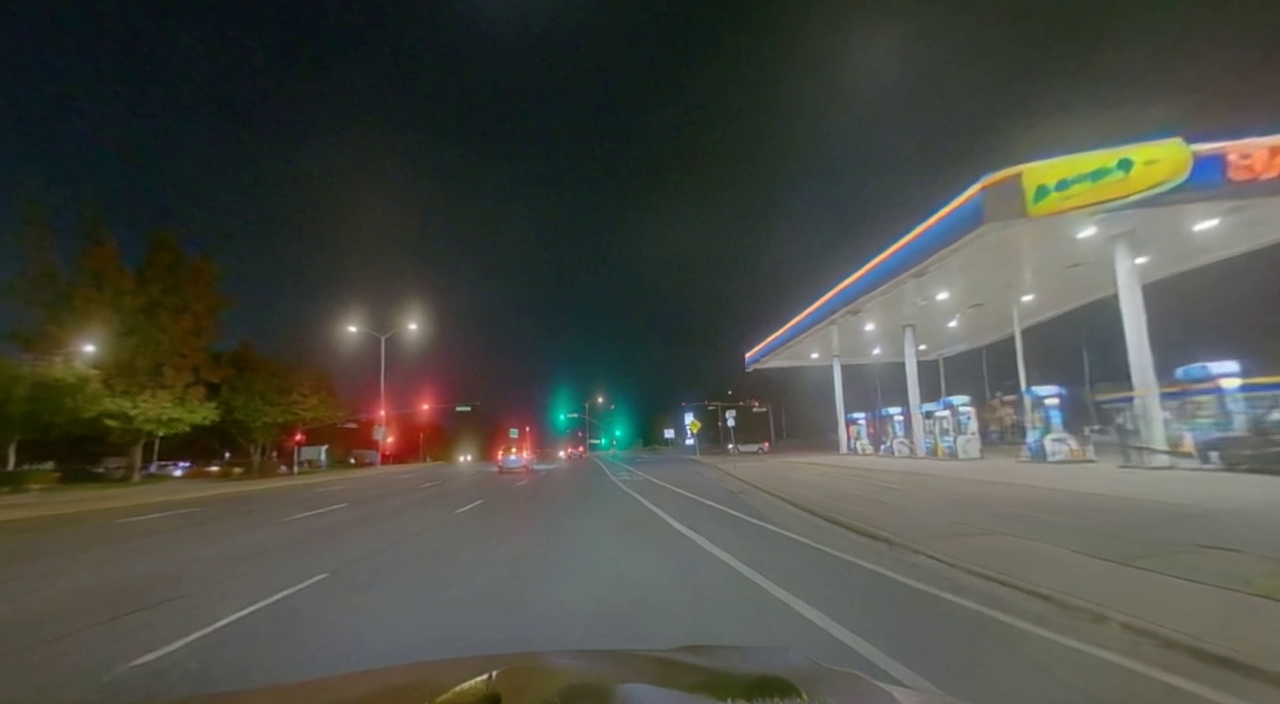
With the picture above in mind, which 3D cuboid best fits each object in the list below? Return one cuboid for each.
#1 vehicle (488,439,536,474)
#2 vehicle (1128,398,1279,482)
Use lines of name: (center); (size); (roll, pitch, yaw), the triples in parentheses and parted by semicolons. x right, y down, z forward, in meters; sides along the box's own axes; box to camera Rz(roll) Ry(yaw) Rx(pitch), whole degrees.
vehicle: (-6.998, 5.755, 34.954); (1.985, 1.772, 4.479); (0, -9, -3)
vehicle: (13.934, 2.014, 14.456); (3.991, 1.756, 1.827); (0, -9, -3)
